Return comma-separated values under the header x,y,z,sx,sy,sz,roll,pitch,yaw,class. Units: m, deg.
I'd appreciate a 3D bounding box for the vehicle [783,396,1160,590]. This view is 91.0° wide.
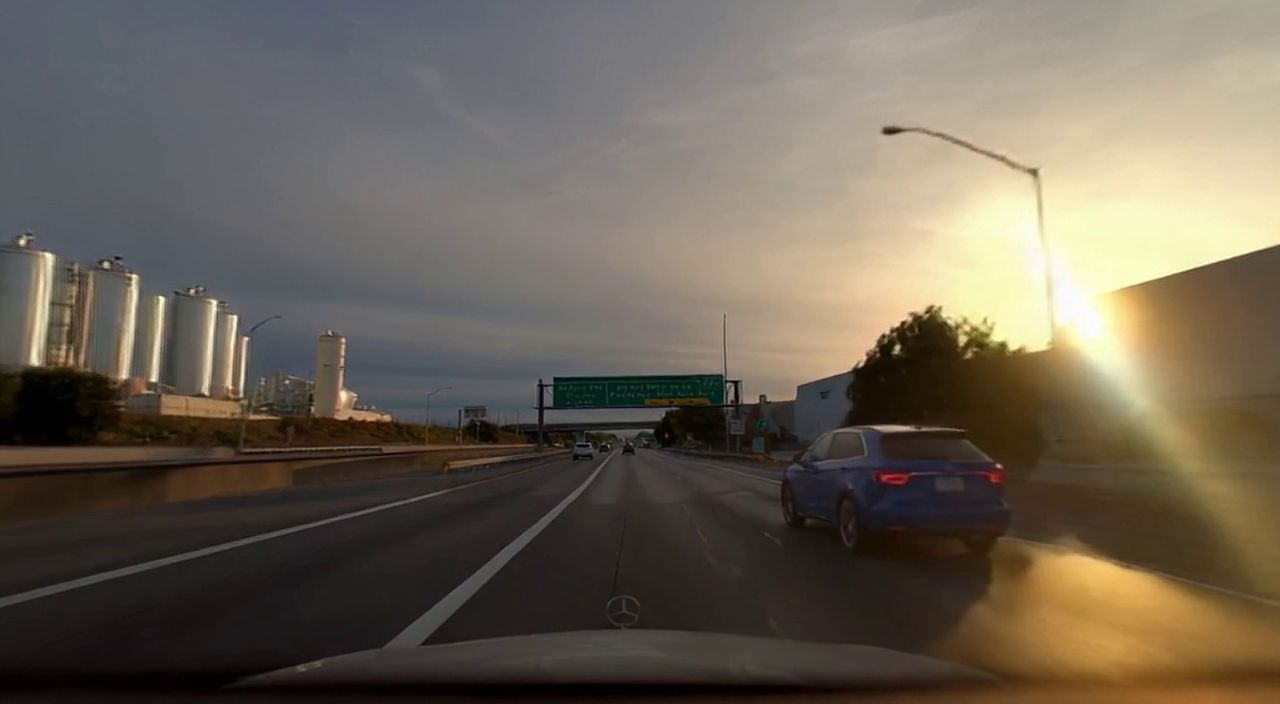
x,y,z,sx,sy,sz,roll,pitch,yaw,class
3.661,1.694,8.451,2.296,1.790,5.067,0,-9,0,vehicle

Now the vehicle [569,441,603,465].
x,y,z,sx,sy,sz,roll,pitch,yaw,class
-3.755,7.073,44.295,2.012,1.571,4.232,0,-9,0,vehicle
